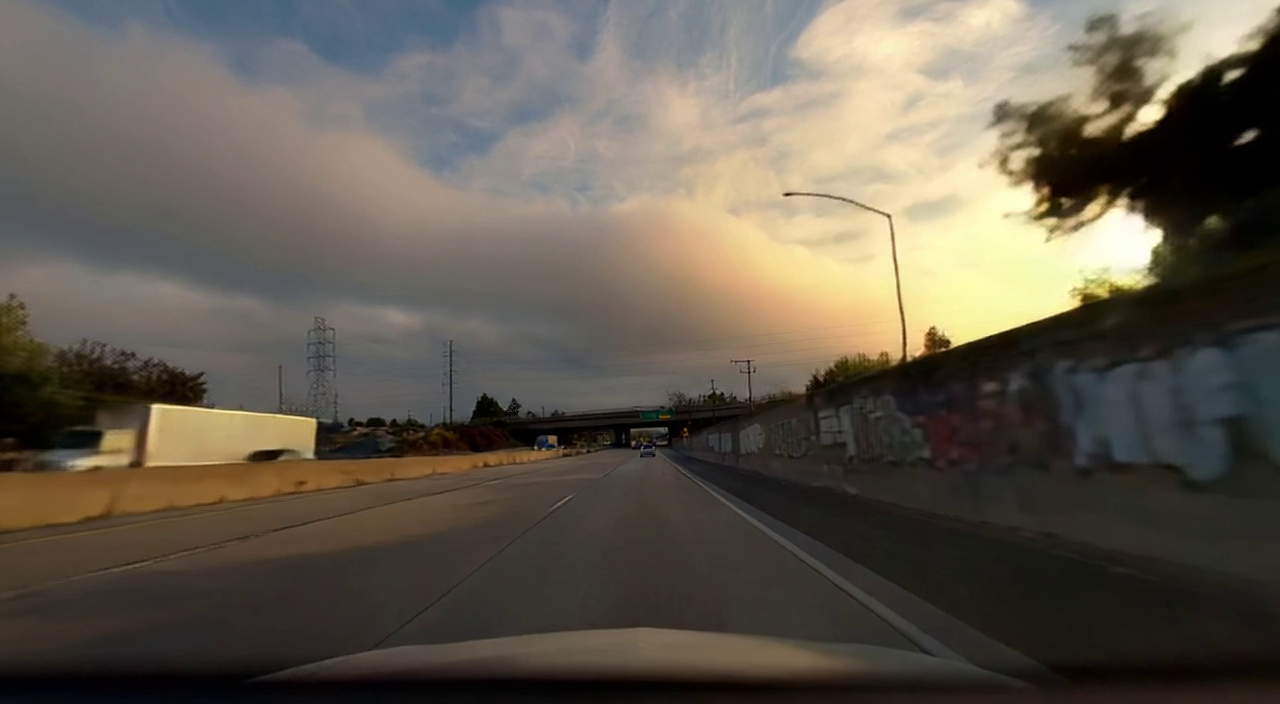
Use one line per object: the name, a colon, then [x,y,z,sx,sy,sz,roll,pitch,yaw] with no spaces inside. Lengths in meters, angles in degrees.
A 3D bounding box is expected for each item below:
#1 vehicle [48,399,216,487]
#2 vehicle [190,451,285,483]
vehicle: [-24.462,4.468,30.842,3.013,3.883,5.972,0,-9,0]
vehicle: [-19.722,5.633,31.153,1.861,1.479,4.337,0,-9,-1]
